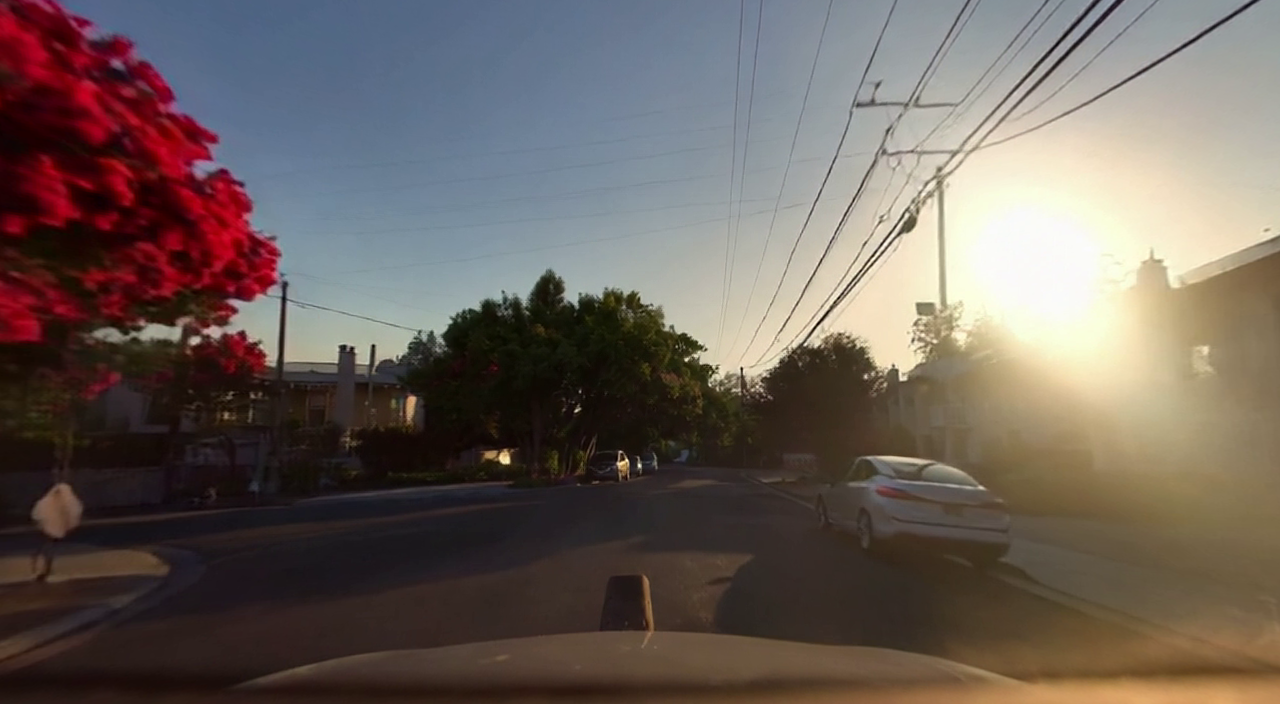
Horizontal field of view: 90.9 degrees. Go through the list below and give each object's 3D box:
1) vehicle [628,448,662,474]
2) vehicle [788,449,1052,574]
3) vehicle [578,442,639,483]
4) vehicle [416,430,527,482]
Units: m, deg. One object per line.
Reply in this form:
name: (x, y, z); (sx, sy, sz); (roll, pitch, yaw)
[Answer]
vehicle: (0.441, 8.488, 49.141); (2.139, 1.882, 4.635); (-1, -10, 7)
vehicle: (3.968, 2.351, 10.182); (2.151, 1.468, 5.066); (0, -10, 3)
vehicle: (-1.504, 5.754, 32.898); (2.463, 1.951, 5.794); (-1, -10, 4)
vehicle: (-9.544, 5.973, 36.145); (5.828, 2.818, 2.231); (2, -10, -12)
